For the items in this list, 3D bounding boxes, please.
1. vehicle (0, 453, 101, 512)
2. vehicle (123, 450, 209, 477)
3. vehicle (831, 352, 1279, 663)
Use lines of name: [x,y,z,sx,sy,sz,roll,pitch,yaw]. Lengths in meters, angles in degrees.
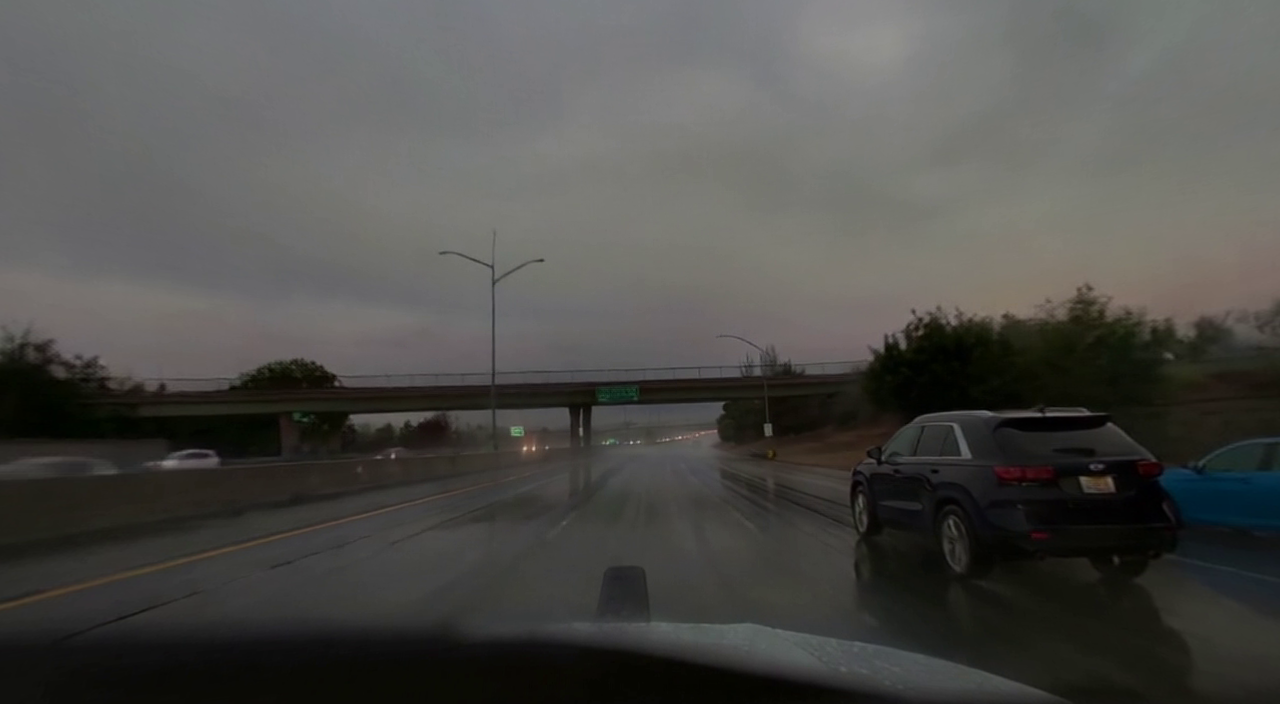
vehicle: [-17.534,3.521,17.145,1.806,1.484,4.367,0,-9,1]
vehicle: [-32.019,7.503,42.719,1.955,1.662,4.424,-2,-9,9]
vehicle: [3.491,1.195,5.864,2.019,1.732,4.579,0,-9,1]
